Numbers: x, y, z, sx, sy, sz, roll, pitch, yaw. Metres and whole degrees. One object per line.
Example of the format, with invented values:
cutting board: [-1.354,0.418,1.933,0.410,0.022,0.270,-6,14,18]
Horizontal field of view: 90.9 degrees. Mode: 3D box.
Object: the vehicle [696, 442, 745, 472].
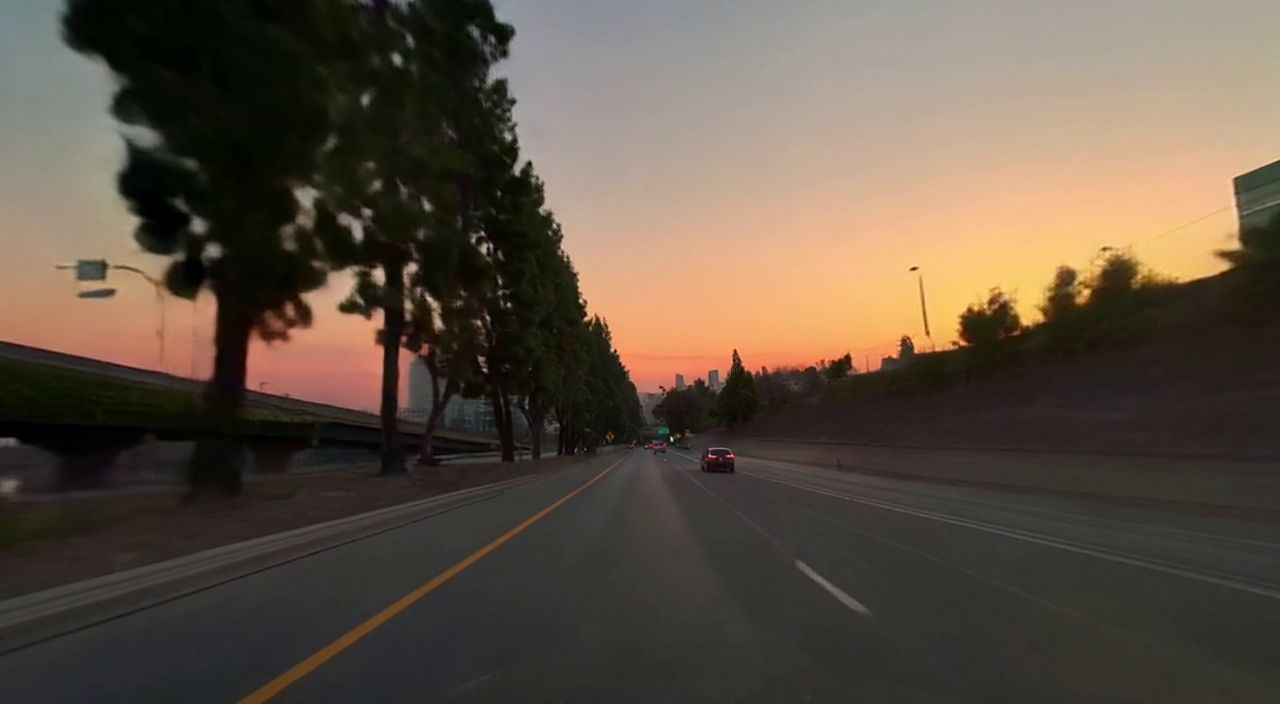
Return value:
vehicle: [4.269,5.663,34.190,2.042,1.518,4.477,0,-9,-1]
